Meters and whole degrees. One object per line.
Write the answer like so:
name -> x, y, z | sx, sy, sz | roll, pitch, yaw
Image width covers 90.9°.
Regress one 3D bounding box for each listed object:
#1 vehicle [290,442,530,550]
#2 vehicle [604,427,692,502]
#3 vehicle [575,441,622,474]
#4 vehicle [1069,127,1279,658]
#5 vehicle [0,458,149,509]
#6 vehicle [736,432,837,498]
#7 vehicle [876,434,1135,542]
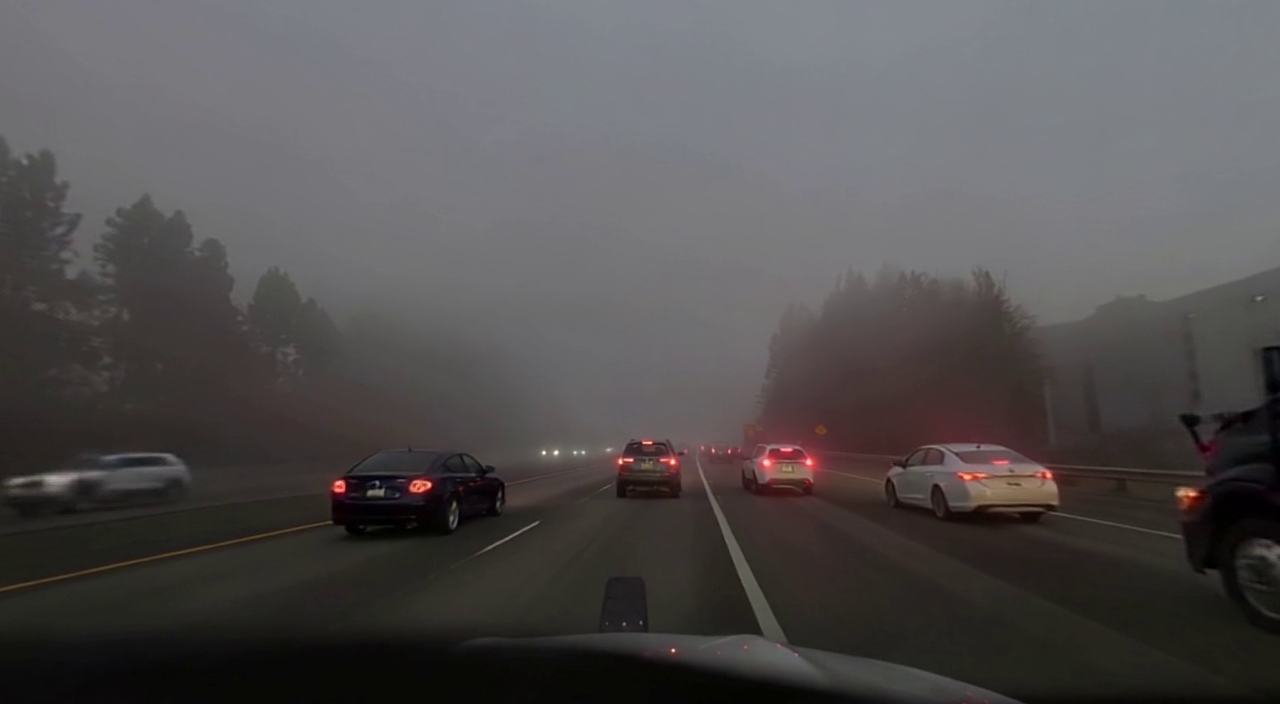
vehicle -> -3.590, 2.332, 11.116 | 1.965, 1.443, 4.968 | -1, -8, 6
vehicle -> 0.364, 3.114, 17.828 | 2.153, 1.805, 4.631 | -1, -8, 4
vehicle -> -2.206, 5.807, 34.993 | 1.951, 1.694, 4.188 | -1, -8, 5
vehicle -> 5.226, -0.175, 0.995 | 2.987, 3.212, 9.311 | -1, -8, 4
vehicle -> -20.729, 4.737, 23.174 | 1.875, 1.607, 4.024 | -1, -8, 5
vehicle -> 4.188, 3.316, 18.872 | 2.156, 1.701, 4.494 | -1, -8, 3
vehicle -> 5.923, 2.222, 11.029 | 2.053, 1.473, 4.383 | -1, -8, 3
